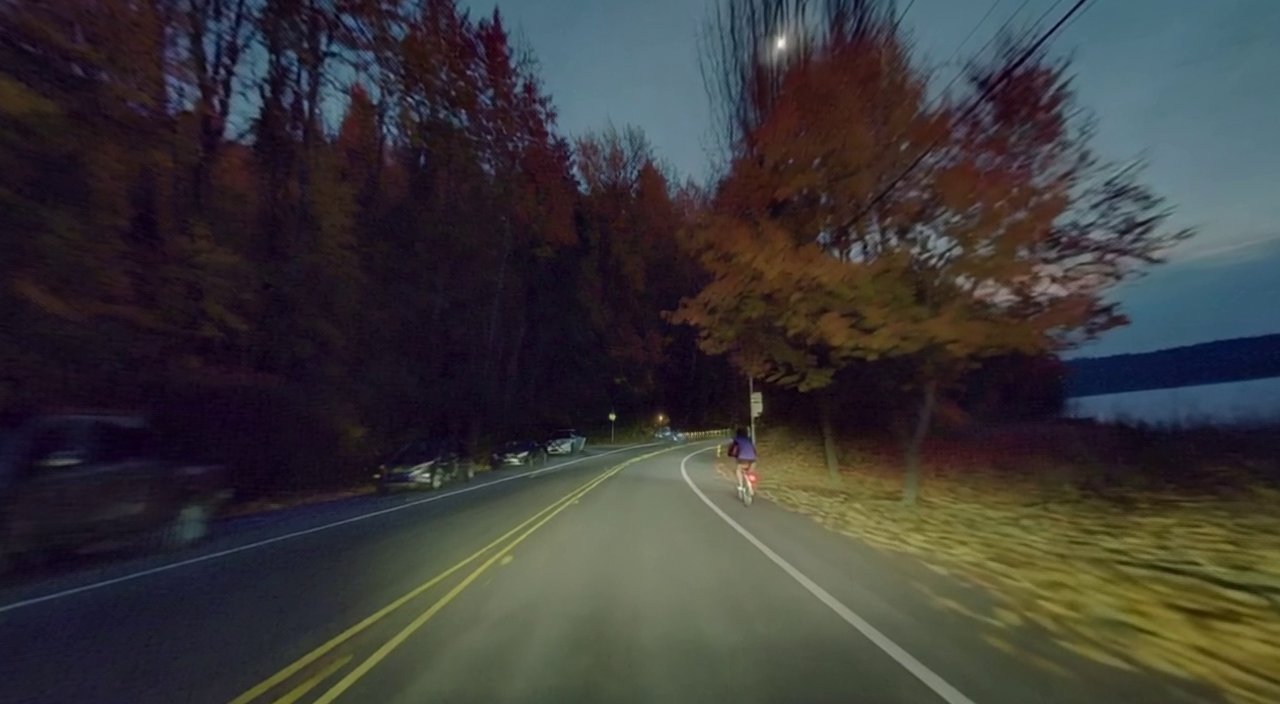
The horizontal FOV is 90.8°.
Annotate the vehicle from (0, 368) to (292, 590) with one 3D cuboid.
[{"bbox_3d":[-7.144,1.529,7.806,2.312,2.075,5.748,-3,-9,2],"label":"vehicle"}]

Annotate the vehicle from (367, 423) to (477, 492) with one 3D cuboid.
[{"bbox_3d":[-7.157,3.528,21.304,1.955,1.908,4.680,-5,-9,1],"label":"vehicle"}]

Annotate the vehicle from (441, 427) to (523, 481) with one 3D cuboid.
[{"bbox_3d":[-6.691,4.393,27.314,2.008,1.910,4.809,-6,-9,2],"label":"vehicle"}]

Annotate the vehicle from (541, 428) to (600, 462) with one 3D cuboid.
[{"bbox_3d":[-5.261,7.197,48.738,3.139,2.119,5.889,-6,-9,6],"label":"vehicle"}]
